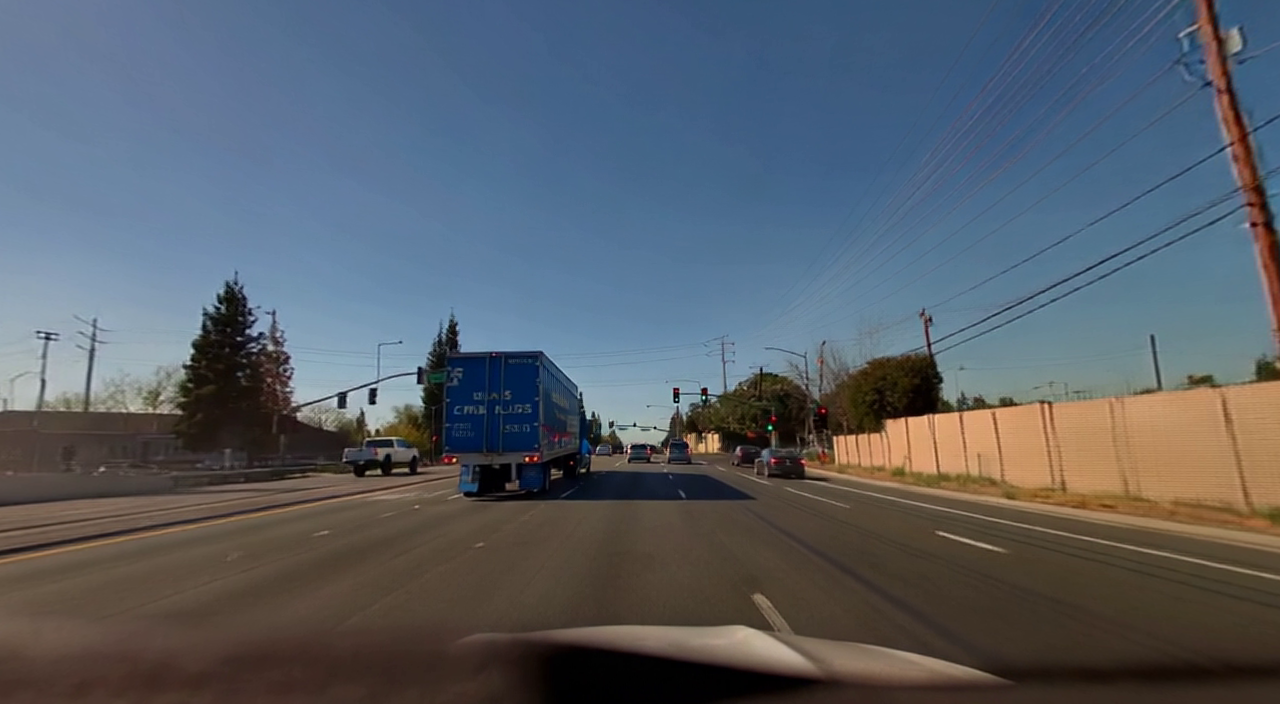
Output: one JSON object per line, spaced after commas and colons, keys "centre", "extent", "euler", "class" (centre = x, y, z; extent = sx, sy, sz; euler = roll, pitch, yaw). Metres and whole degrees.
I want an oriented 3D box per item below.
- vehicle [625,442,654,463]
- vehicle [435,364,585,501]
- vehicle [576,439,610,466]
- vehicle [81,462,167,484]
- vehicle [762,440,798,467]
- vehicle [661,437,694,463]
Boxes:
{"centre": [-0.087, 7.594, 47.584], "extent": [2.117, 1.499, 4.036], "euler": [0, -9, -1], "class": "vehicle"}
{"centre": [-3.519, 2.588, 19.623], "extent": [2.889, 3.347, 8.285], "euler": [0, -9, 0], "class": "vehicle"}
{"centre": [-3.271, 7.079, 44.538], "extent": [1.994, 1.806, 4.564], "euler": [0, -9, 0], "class": "vehicle"}
{"centre": [-40.551, 9.524, 49.755], "extent": [4.718, 1.630, 2.087], "euler": [2, -9, -12], "class": "vehicle"}
{"centre": [9.289, 6.693, 41.777], "extent": [2.102, 1.662, 4.533], "euler": [-2, -9, 13], "class": "vehicle"}
{"centre": [2.822, 7.546, 48.635], "extent": [2.086, 1.849, 4.607], "euler": [0, -9, -1], "class": "vehicle"}
